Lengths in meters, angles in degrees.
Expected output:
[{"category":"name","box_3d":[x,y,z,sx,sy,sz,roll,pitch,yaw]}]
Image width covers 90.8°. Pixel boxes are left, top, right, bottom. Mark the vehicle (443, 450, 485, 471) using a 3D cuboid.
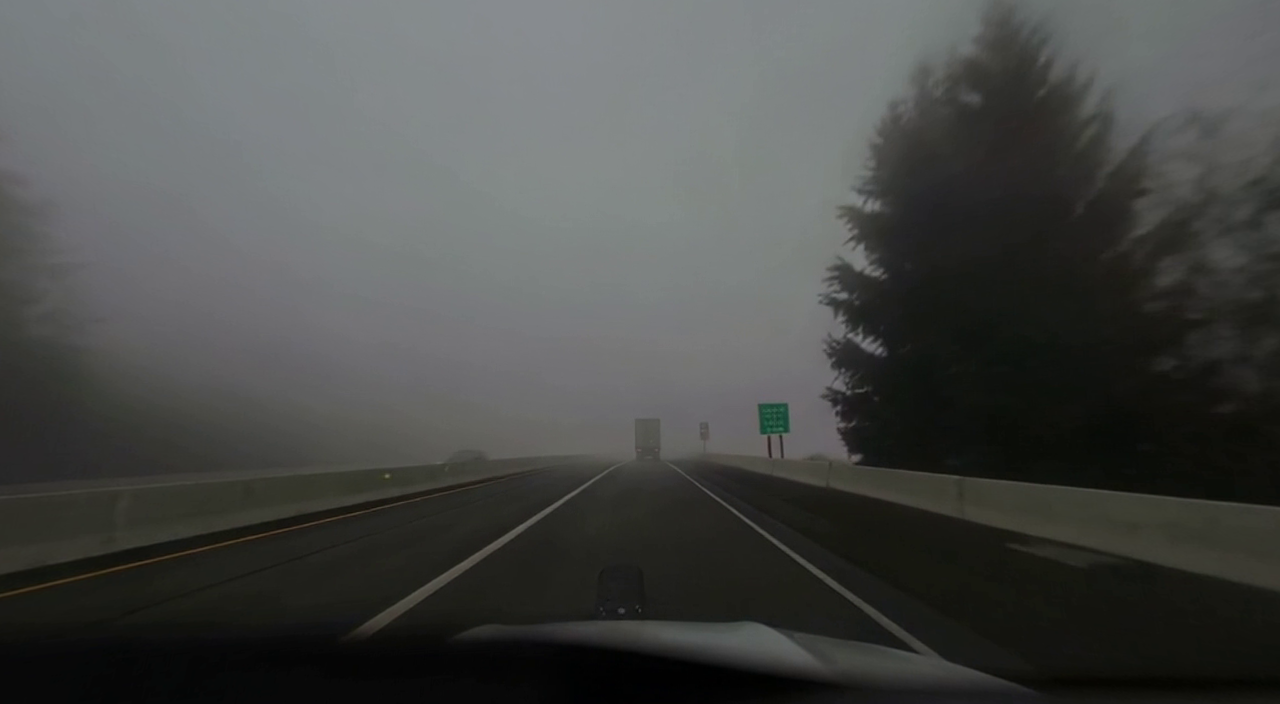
[{"category":"vehicle","box_3d":[-13.023,8.027,46.854,1.833,1.431,4.206,0,-9,1]}]
